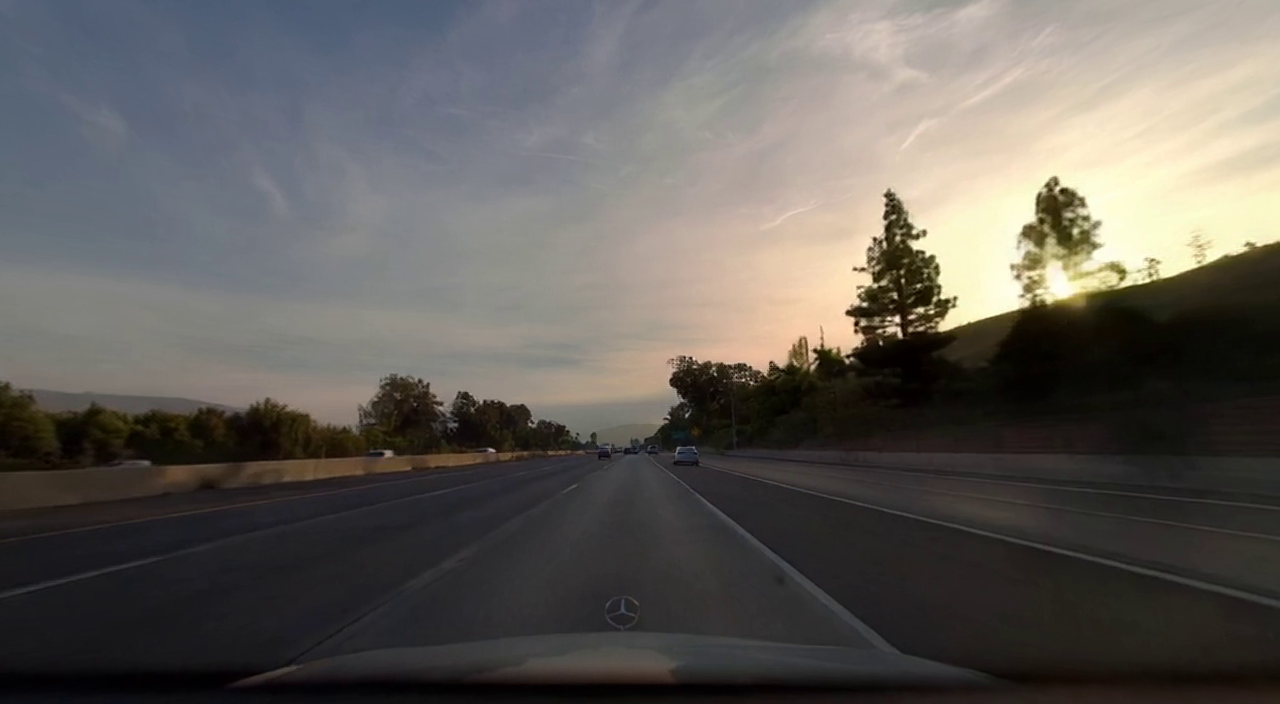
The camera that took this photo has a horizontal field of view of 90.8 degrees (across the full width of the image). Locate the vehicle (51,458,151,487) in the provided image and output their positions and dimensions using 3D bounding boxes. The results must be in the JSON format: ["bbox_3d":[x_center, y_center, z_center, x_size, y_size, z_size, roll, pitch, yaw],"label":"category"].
[{"bbox_3d":[-38.232,8.538,45.062,2.077,1.826,5.724,0,-9,0],"label":"vehicle"}]

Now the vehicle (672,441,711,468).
[{"bbox_3d":[3.409,6.916,42.746,2.130,1.677,4.317,0,-9,-1],"label":"vehicle"}]
